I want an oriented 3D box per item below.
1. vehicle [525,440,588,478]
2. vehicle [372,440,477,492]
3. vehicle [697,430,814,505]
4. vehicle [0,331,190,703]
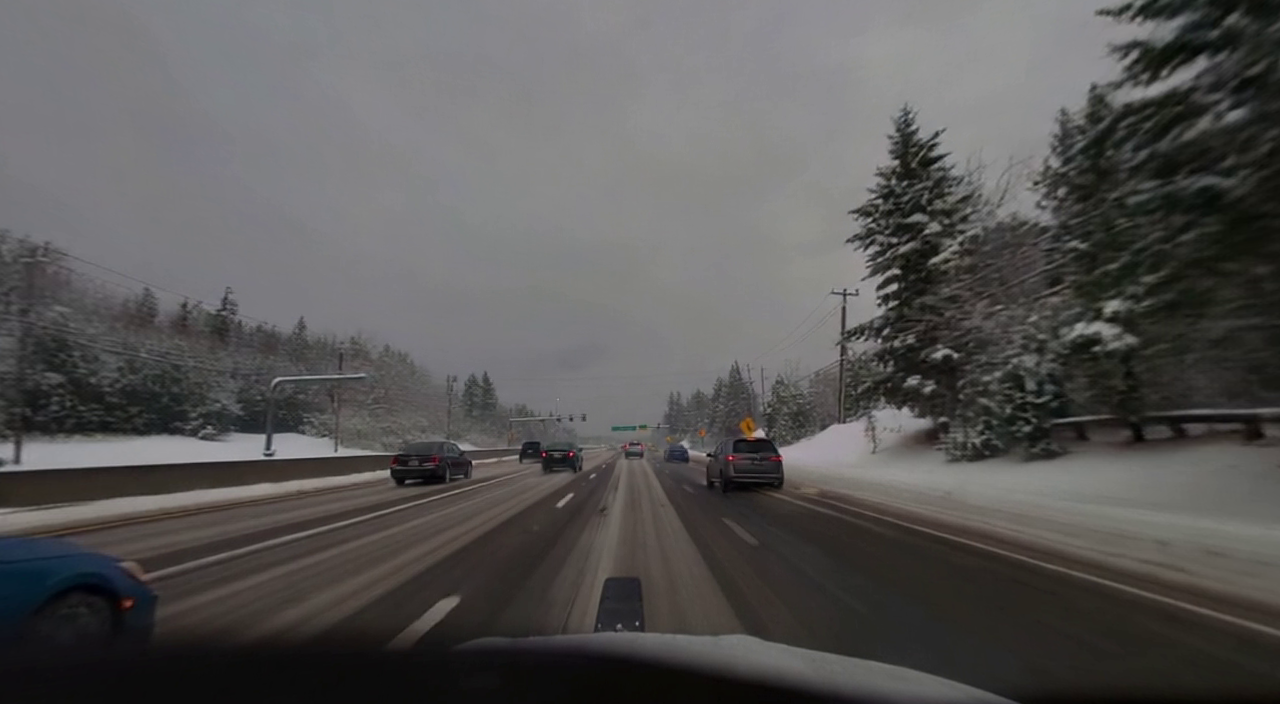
[{"bbox_3d":[-3.455,4.541,27.081,2.066,1.488,4.377,0,-8,1],"label":"vehicle"},{"bbox_3d":[-6.713,3.575,20.209,1.903,1.482,4.180,0,-8,-1],"label":"vehicle"},{"bbox_3d":[2.806,2.925,16.463,2.100,1.659,4.387,0,-8,-1],"label":"vehicle"},{"bbox_3d":[-3.236,0.595,0.835,2.104,1.707,4.338,0,-8,-1],"label":"vehicle"}]
